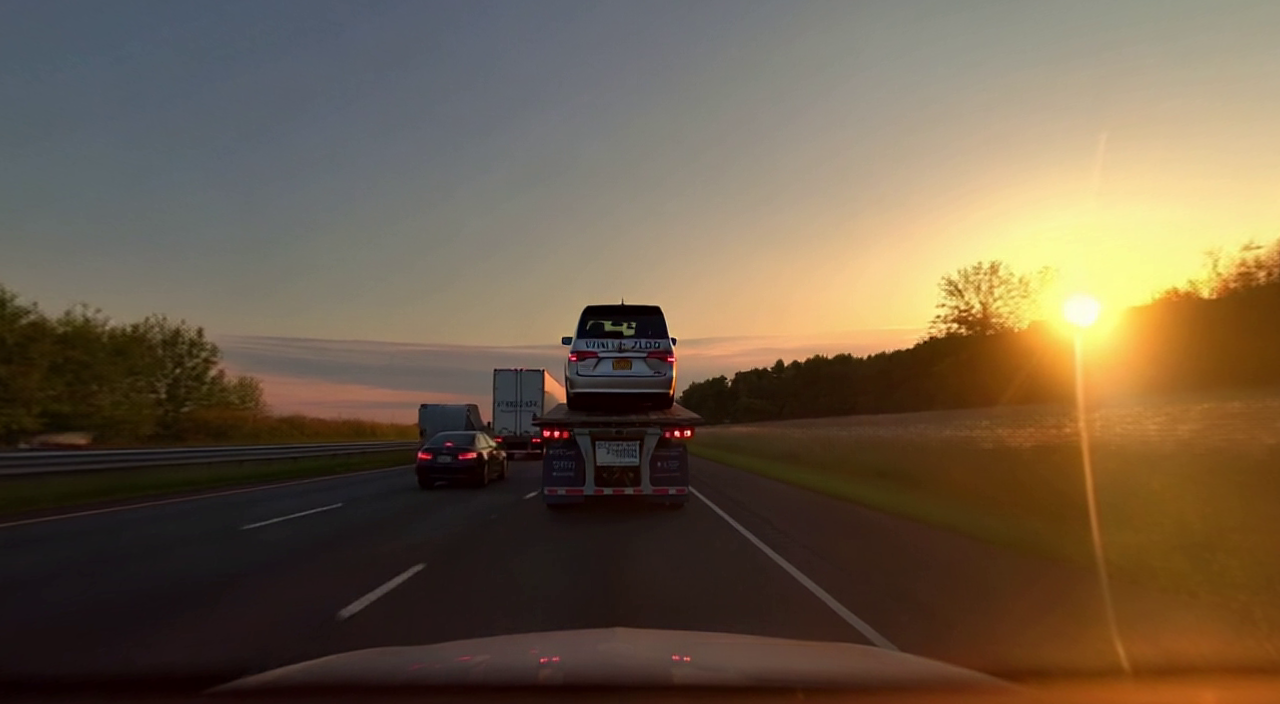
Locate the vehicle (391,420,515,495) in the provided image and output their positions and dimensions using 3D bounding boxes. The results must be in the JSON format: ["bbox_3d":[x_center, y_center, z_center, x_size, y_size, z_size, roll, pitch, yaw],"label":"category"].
[{"bbox_3d":[-4.655,2.660,16.415,1.914,1.675,4.331,0,-7,-1],"label":"vehicle"}]

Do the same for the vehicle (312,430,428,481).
[{"bbox_3d":[-8.938,3.420,21.377,1.897,1.524,4.790,0,-7,-1],"label":"vehicle"}]

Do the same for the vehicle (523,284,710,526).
[{"bbox_3d":[-0.463,1.349,14.050,2.738,3.628,9.223,0,-7,-1],"label":"vehicle"}]
